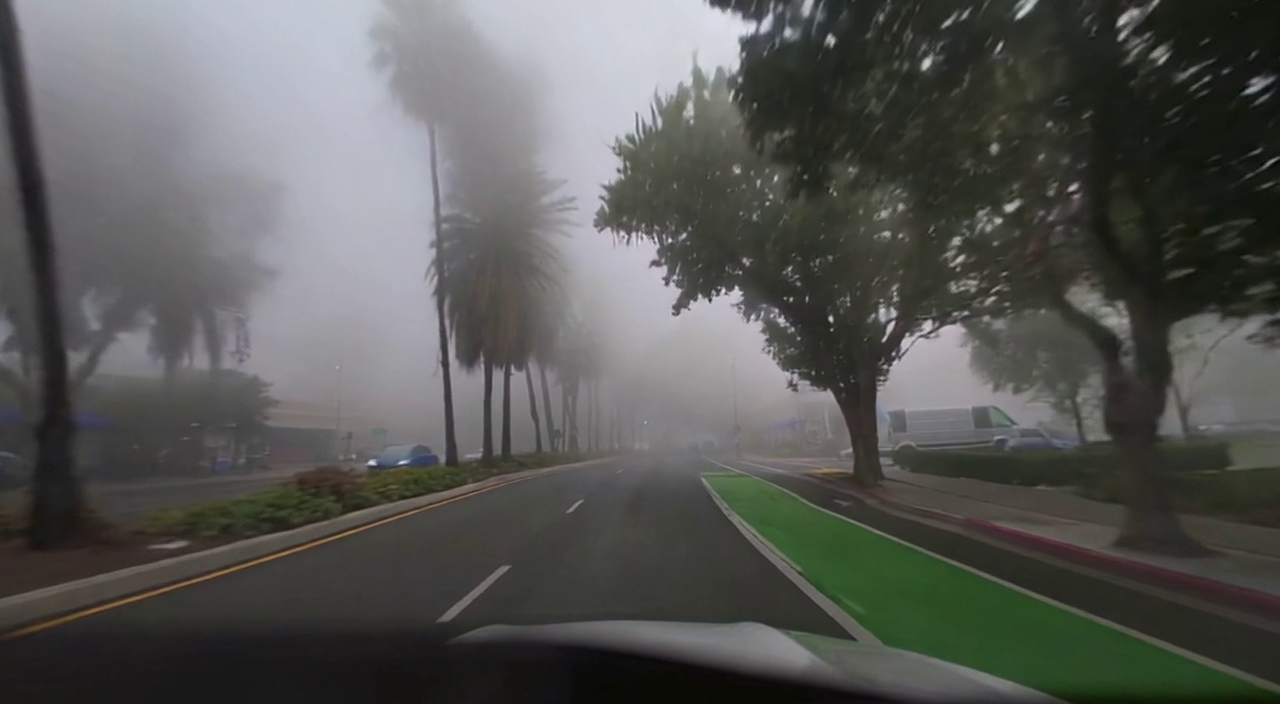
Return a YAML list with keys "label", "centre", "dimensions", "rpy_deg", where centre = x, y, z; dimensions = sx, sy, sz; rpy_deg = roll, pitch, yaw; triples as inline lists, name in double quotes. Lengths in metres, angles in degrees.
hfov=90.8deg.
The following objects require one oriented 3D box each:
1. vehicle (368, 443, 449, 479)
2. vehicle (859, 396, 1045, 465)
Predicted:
- label: "vehicle"
  centre: [-10.479, 4.959, 28.953]
  dimensions: [1.925, 1.492, 4.200]
  rpy_deg: [-1, -9, 3]
- label: "vehicle"
  centre: [15.008, 3.823, 30.739]
  dimensions: [7.635, 3.131, 2.691]
  rpy_deg: [0, -9, -5]
